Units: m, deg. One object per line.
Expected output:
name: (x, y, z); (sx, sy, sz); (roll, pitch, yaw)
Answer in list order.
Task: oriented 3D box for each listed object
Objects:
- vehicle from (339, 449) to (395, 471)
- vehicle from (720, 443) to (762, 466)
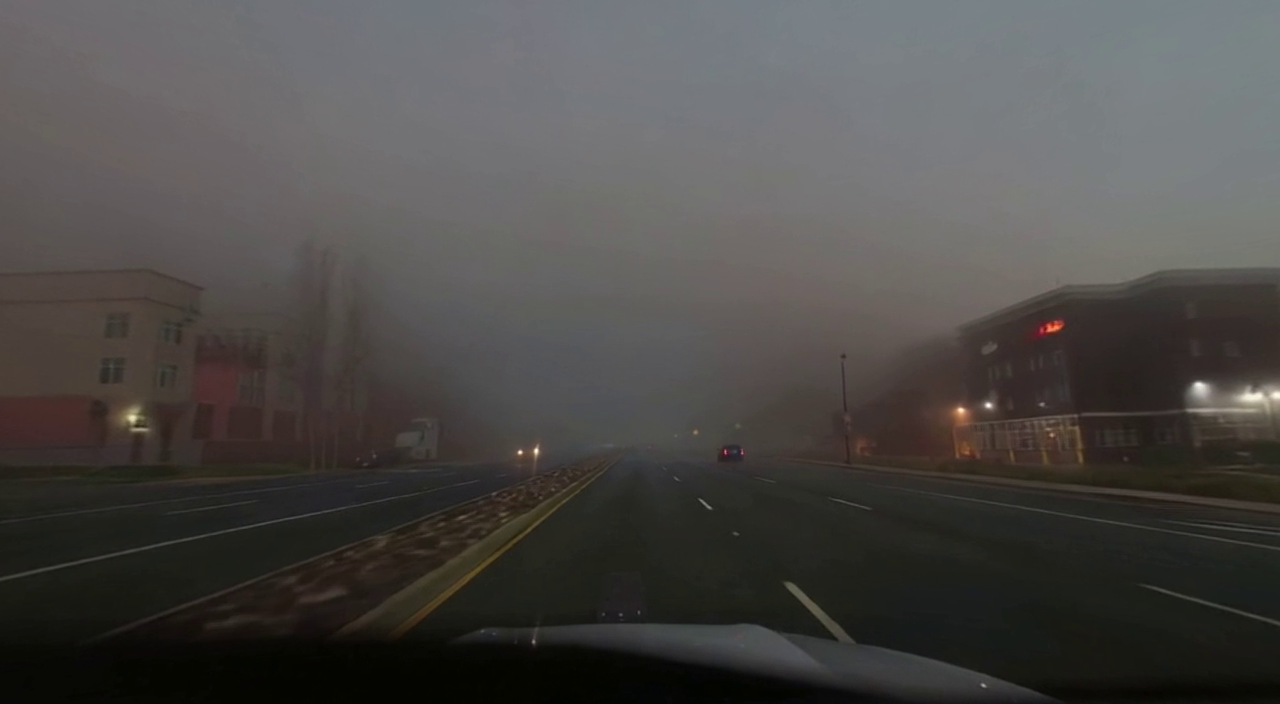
vehicle: (-19.044, 7.566, 44.357); (1.950, 1.464, 4.414); (0, -9, 0)
vehicle: (6.598, 6.737, 41.724); (1.916, 1.437, 4.327); (0, -9, -2)
